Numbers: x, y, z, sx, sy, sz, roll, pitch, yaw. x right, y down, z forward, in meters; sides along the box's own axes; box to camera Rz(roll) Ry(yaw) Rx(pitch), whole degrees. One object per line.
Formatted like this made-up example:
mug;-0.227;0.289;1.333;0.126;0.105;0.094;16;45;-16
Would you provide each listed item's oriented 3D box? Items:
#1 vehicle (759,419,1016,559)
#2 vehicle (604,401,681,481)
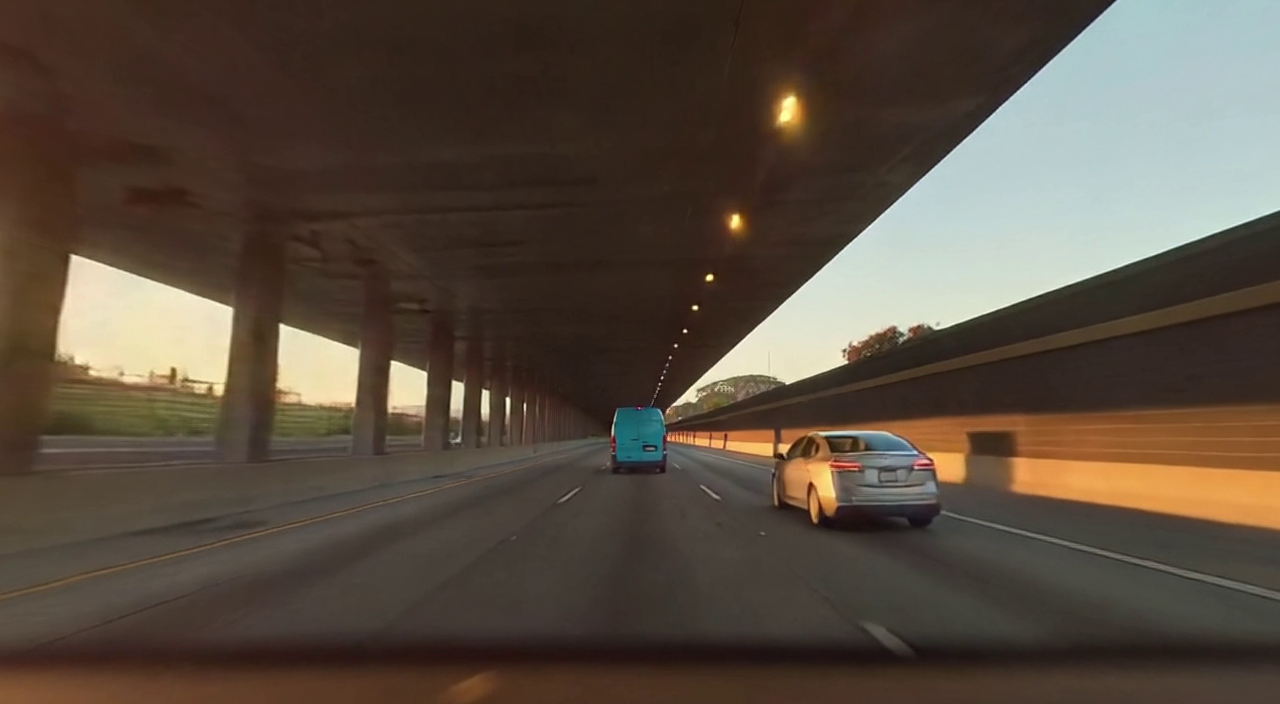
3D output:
vehicle;3.175;1.824;9.162;2.095;1.553;4.069;0;-8;0
vehicle;0.103;3.123;22.278;2.404;2.459;5.229;0;-8;1
